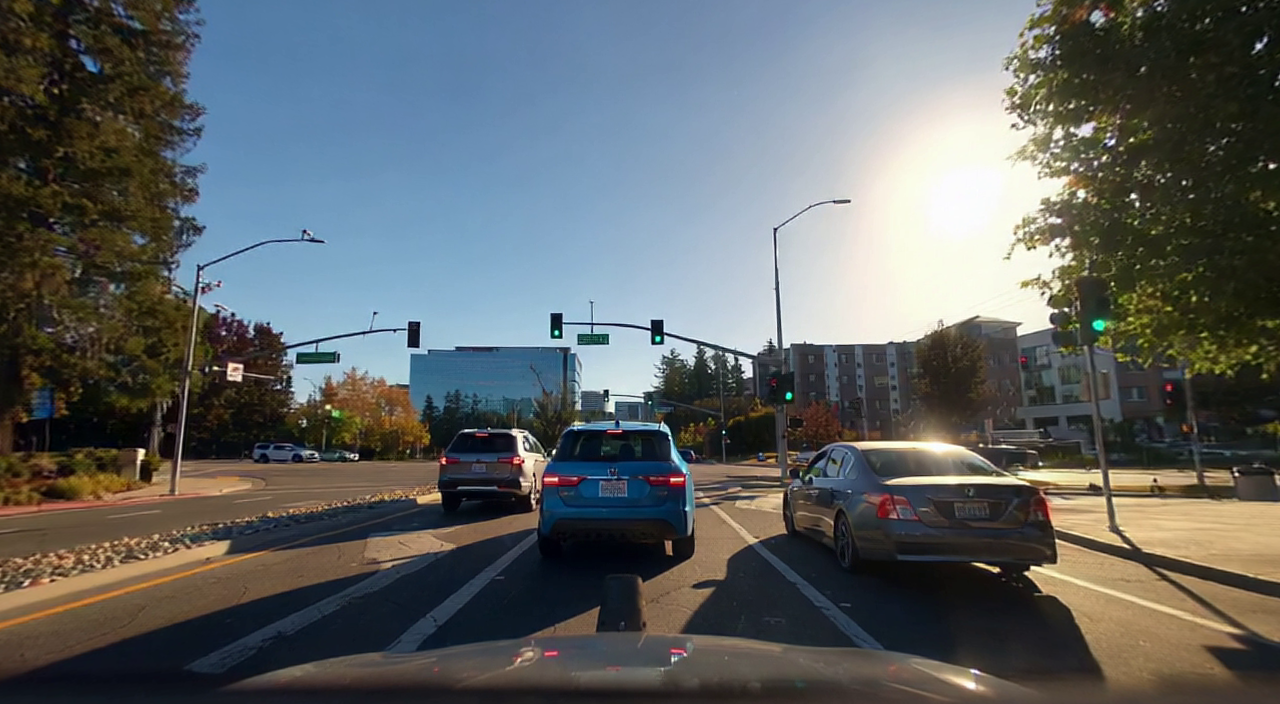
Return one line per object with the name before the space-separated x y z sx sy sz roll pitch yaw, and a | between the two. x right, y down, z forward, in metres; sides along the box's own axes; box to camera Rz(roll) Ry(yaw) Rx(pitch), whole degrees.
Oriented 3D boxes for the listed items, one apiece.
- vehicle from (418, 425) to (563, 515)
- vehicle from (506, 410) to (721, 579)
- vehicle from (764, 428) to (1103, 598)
vehicle | -3.010 2.483 13.666 1.987 1.633 4.005 0 -8 3
vehicle | -0.243 1.718 8.379 2.108 1.654 4.235 0 -8 0
vehicle | 3.016 1.751 7.811 2.056 1.468 4.520 0 -8 0
